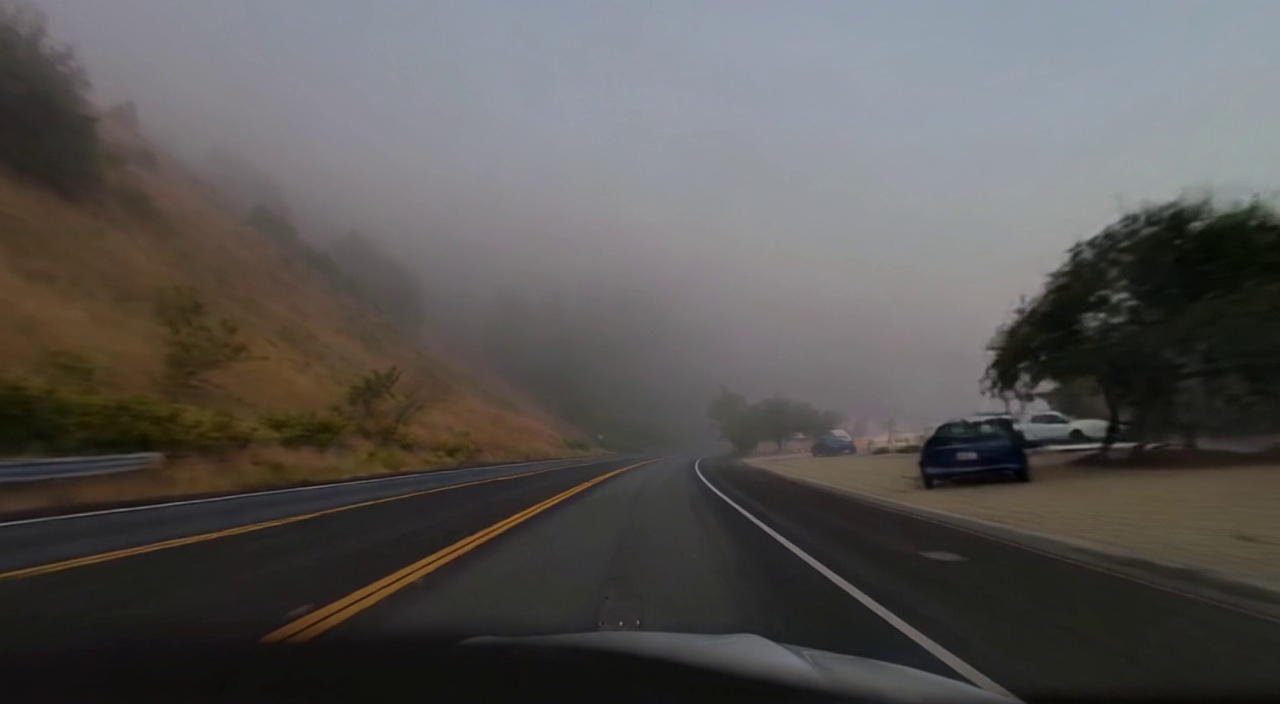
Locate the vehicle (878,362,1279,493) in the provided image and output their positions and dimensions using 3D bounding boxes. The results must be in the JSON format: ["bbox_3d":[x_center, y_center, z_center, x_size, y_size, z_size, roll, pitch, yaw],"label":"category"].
[{"bbox_3d":[8.365,1.678,12.507,2.216,1.887,6.388,2,-12,-39],"label":"vehicle"}]
